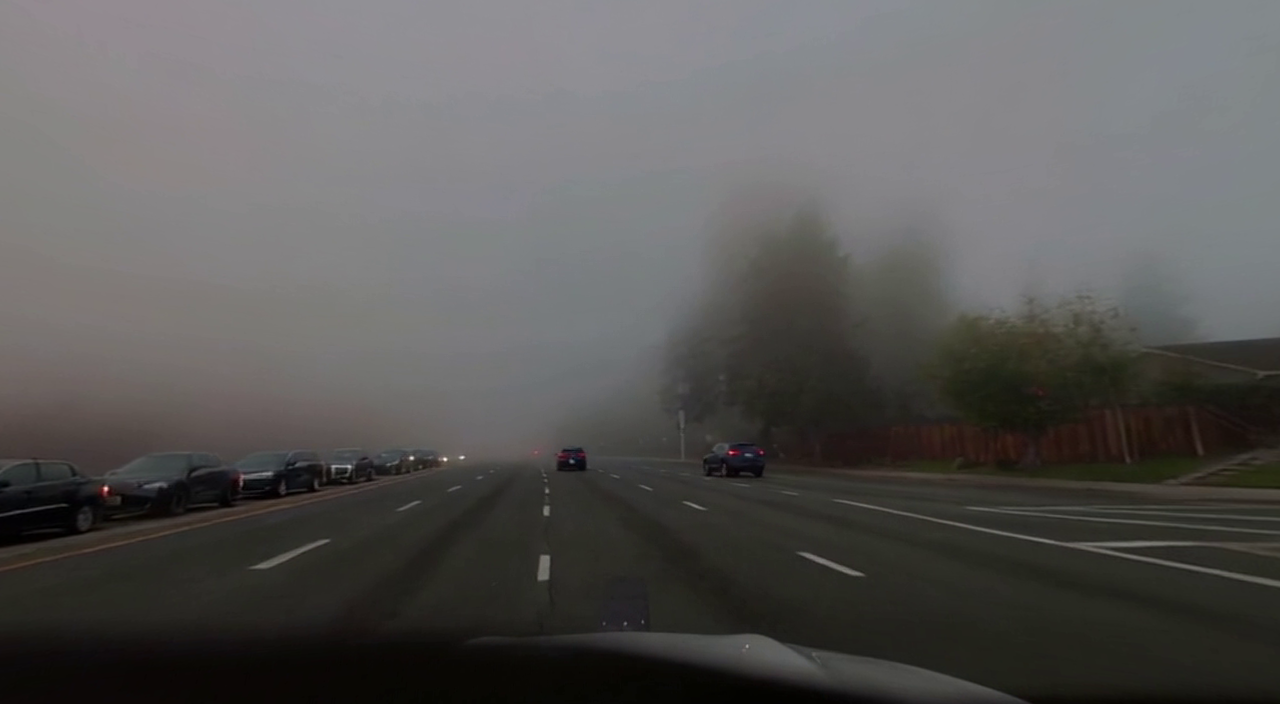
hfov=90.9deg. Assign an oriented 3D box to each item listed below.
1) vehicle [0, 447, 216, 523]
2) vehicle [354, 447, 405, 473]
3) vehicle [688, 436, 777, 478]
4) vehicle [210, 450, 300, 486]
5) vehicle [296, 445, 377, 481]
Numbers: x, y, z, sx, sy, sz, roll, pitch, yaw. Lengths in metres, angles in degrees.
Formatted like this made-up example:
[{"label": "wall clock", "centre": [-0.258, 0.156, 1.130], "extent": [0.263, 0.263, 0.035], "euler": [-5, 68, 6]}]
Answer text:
[{"label": "vehicle", "centre": [-12.186, 2.920, 14.565], "extent": [2.043, 1.431, 4.659], "euler": [1, -8, -8]}, {"label": "vehicle", "centre": [-17.033, 7.027, 41.388], "extent": [2.185, 1.442, 4.180], "euler": [-1, -8, -9]}, {"label": "vehicle", "centre": [4.331, 5.022, 30.474], "extent": [2.102, 1.798, 4.995], "euler": [3, -9, -20]}, {"label": "vehicle", "centre": [-17.509, 5.293, 28.949], "extent": [1.759, 1.451, 4.436], "euler": [-1, -9, -6]}, {"label": "vehicle", "centre": [-14.229, 5.193, 29.878], "extent": [2.057, 1.537, 4.410], "euler": [1, -8, -6]}]
